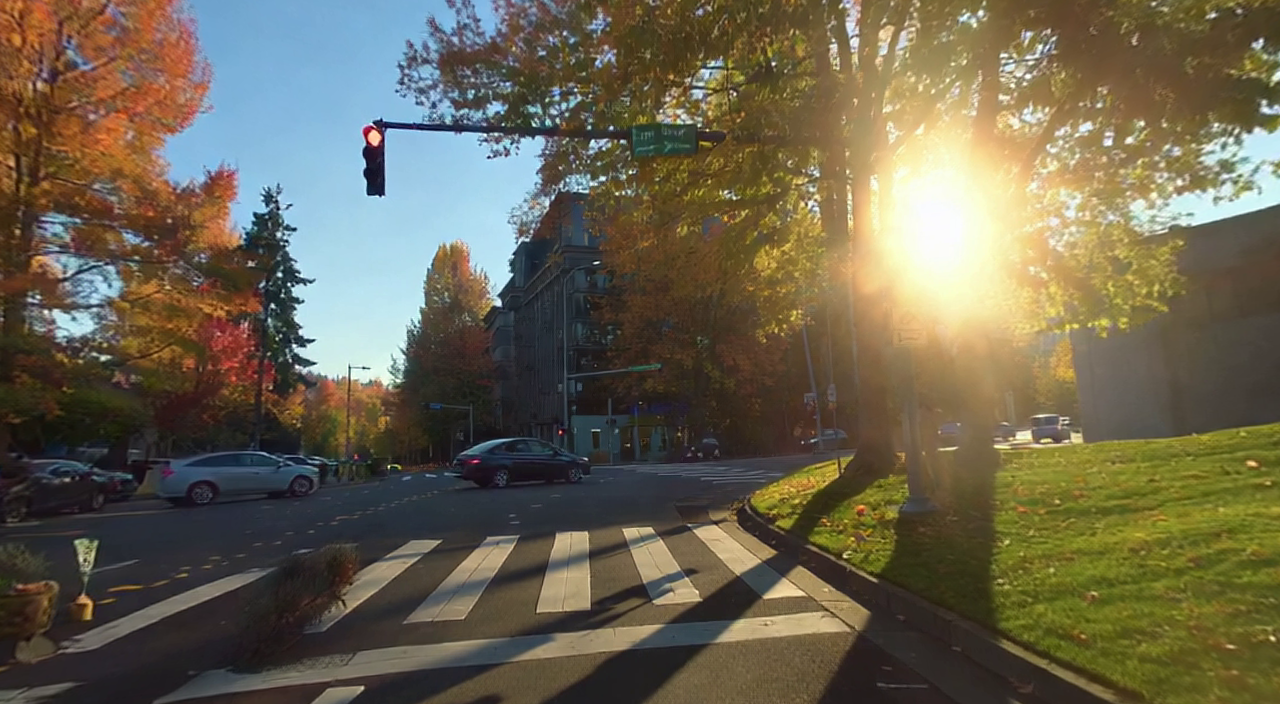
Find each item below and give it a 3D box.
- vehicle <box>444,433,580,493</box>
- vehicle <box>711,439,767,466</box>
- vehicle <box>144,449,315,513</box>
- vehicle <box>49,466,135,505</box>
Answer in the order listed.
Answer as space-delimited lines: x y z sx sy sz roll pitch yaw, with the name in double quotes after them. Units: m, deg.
-4.342 3.808 21.851 1.988 1.853 4.314 -7 -11 38 "vehicle"
7.001 7.023 43.942 1.867 1.743 4.259 -8 -11 40 "vehicle"
-12.250 3.807 18.967 1.832 1.674 3.805 -5 -10 27 "vehicle"
-25.429 6.152 29.248 1.694 1.528 4.225 3 -9 -23 "vehicle"
